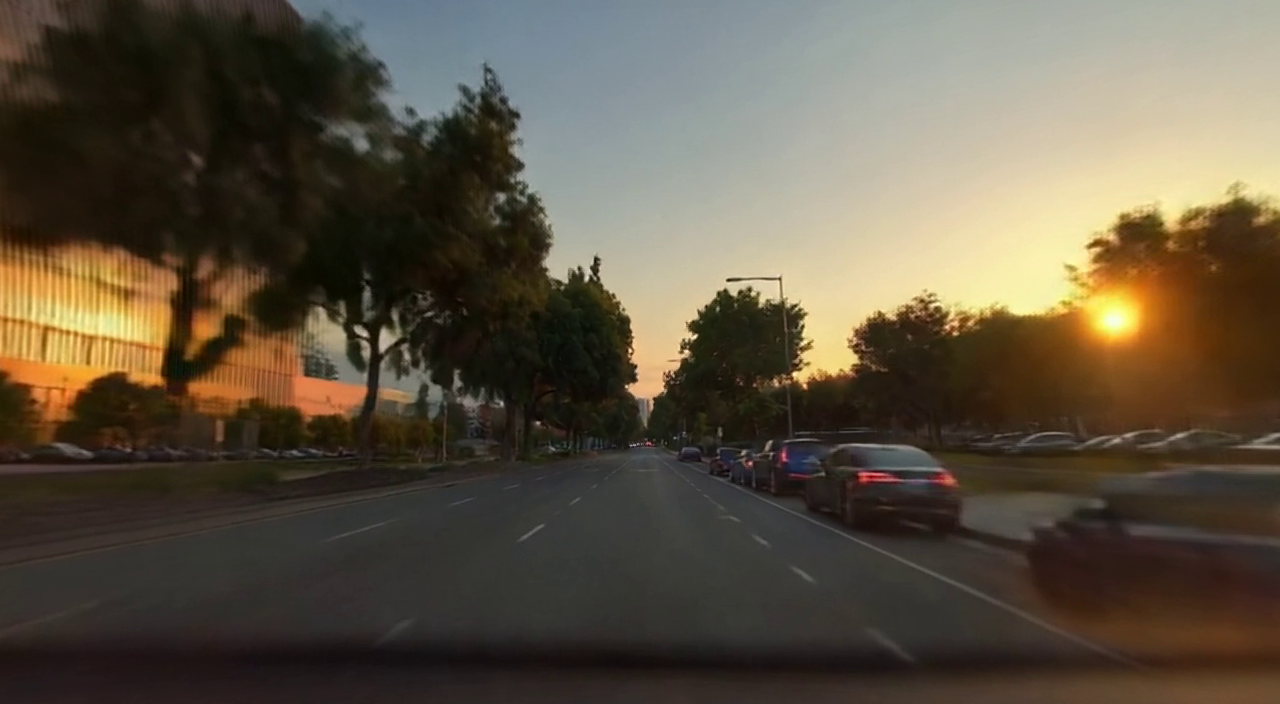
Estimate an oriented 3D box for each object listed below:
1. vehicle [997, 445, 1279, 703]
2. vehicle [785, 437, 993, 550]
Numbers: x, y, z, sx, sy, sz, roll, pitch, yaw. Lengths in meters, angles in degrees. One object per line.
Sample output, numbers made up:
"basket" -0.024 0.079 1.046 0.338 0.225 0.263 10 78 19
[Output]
"vehicle" 4.255 1.268 3.690 1.872 1.420 4.201 0 -8 0
"vehicle" 4.065 2.345 11.297 1.974 1.534 4.610 1 -8 2
